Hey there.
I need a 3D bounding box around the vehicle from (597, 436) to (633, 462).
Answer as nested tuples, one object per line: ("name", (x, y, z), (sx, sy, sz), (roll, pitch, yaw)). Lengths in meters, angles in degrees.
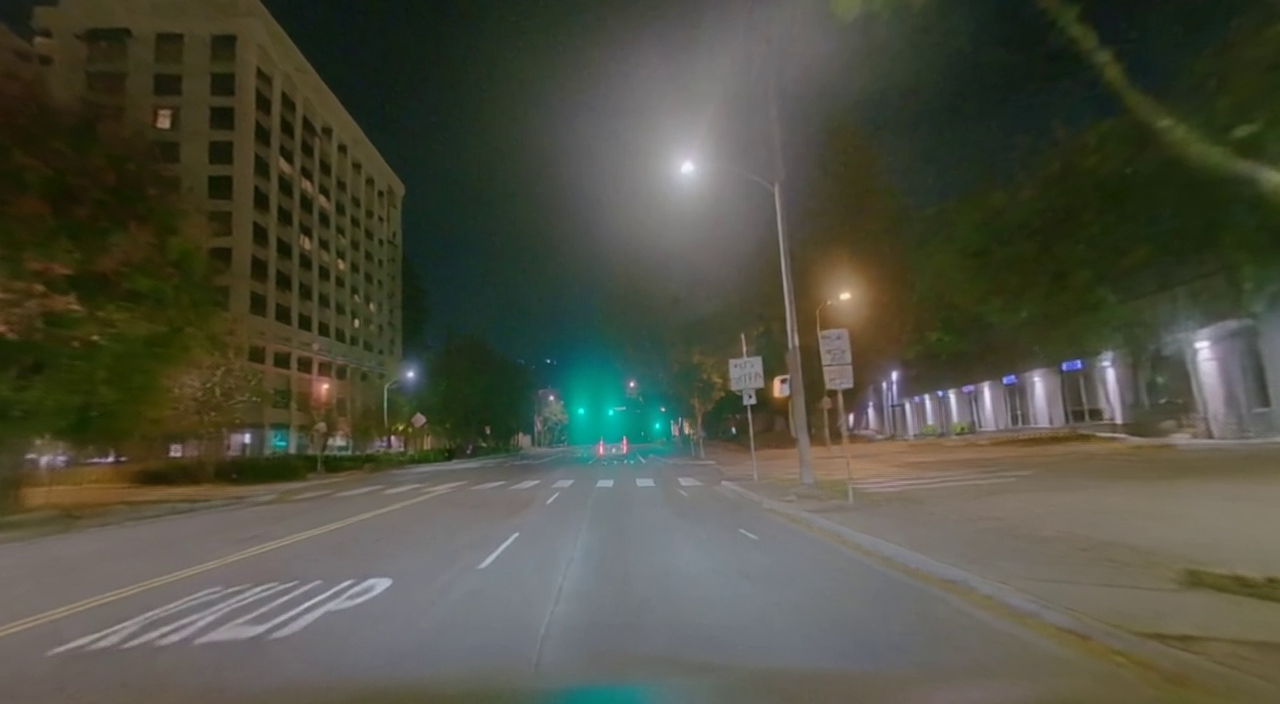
("vehicle", (-1.552, 5.915, 38.907), (2.131, 1.474, 4.146), (0, -8, -2))
